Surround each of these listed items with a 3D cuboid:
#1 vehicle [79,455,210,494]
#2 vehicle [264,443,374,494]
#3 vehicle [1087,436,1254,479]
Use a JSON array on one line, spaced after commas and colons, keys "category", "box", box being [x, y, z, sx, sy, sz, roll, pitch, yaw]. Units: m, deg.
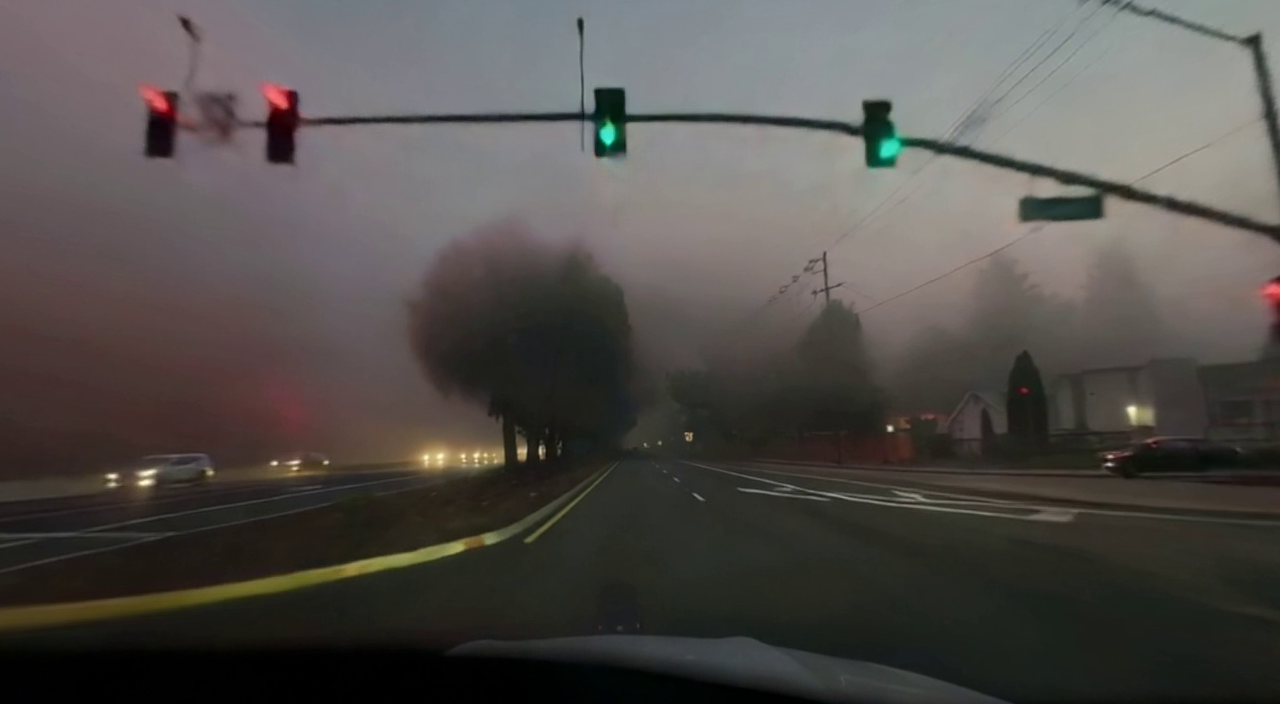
[{"category": "vehicle", "box": [-21.649, 5.345, 27.900, 2.002, 1.489, 4.734, 0, -9, -1]}, {"category": "vehicle", "box": [-11.848, 4.285, 23.708, 1.912, 1.509, 4.425, -4, -7, -1]}, {"category": "vehicle", "box": [19.792, 3.925, 23.757, 1.842, 1.454, 4.439, 7, -11, -40]}]
